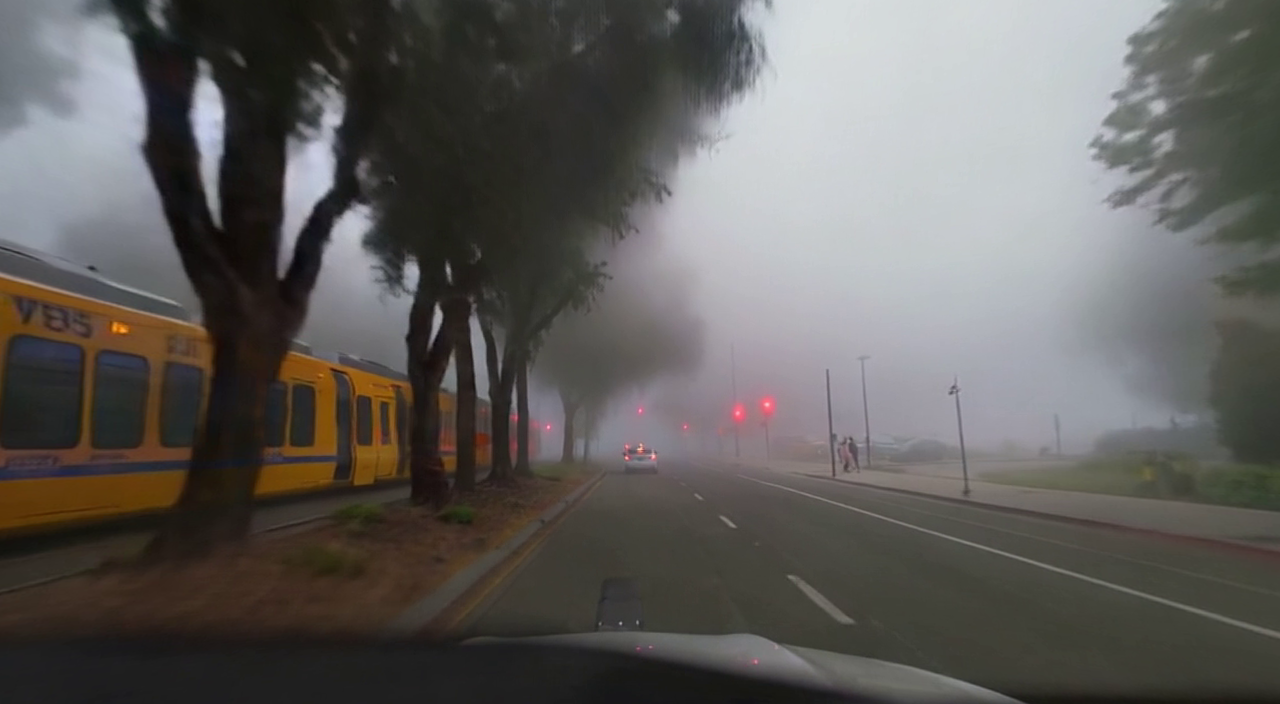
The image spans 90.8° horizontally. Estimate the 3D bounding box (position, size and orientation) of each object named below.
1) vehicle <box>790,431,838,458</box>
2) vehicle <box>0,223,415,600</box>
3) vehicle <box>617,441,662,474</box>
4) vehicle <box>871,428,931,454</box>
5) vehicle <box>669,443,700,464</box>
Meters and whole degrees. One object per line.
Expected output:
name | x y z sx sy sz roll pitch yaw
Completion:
vehicle | 13.110 7.033 47.948 2.145 1.911 5.581 0 -9 1
vehicle | -7.794 1.157 10.944 2.897 3.700 13.528 0 -7 0
vehicle | -0.034 5.074 30.675 2.002 1.471 4.337 0 -8 0
vehicle | 19.321 6.673 47.146 2.159 1.817 5.675 0 -9 1
vehicle | 3.199 7.368 46.079 1.944 1.447 4.392 0 -8 0
